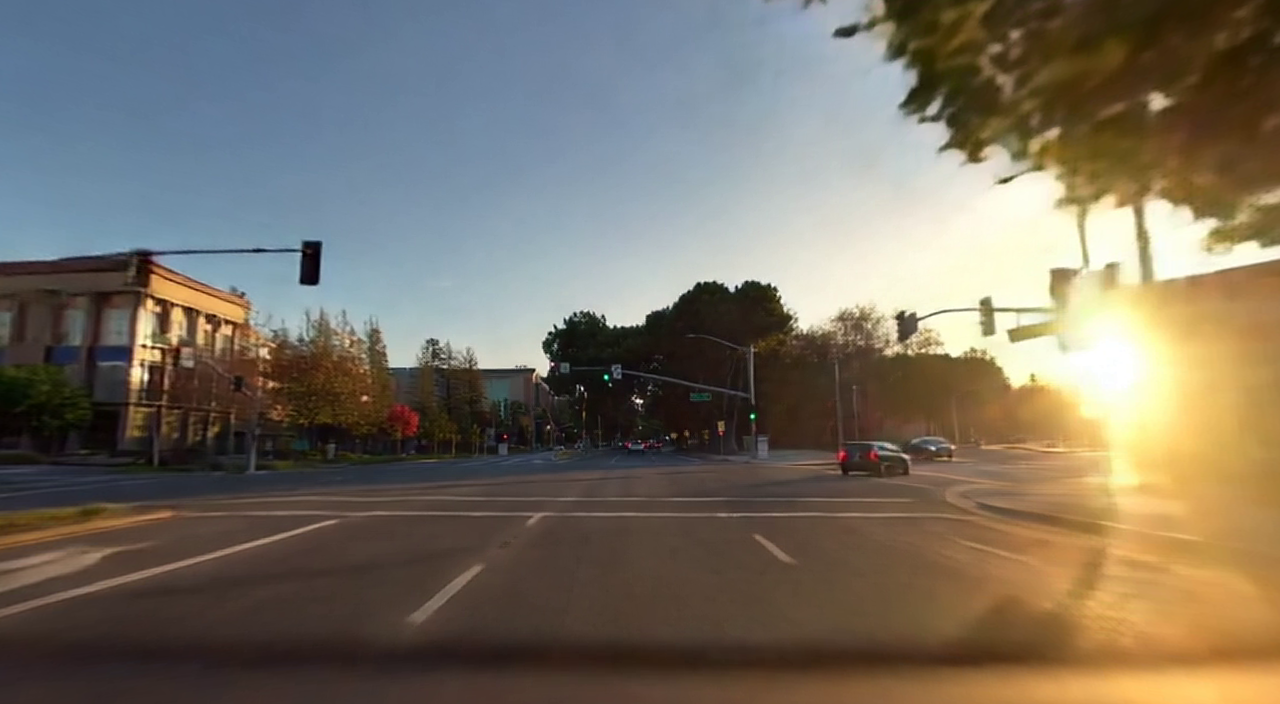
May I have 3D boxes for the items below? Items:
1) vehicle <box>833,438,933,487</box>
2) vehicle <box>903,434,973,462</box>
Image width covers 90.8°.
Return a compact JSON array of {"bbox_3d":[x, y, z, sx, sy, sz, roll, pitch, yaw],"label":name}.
[{"bbox_3d":[8.979,4.033,23.052,2.289,1.503,4.595,-3,-11,36],"label":"vehicle"},{"bbox_3d":[23.353,7.667,49.914,2.802,1.992,6.440,-2,-10,5],"label":"vehicle"}]
